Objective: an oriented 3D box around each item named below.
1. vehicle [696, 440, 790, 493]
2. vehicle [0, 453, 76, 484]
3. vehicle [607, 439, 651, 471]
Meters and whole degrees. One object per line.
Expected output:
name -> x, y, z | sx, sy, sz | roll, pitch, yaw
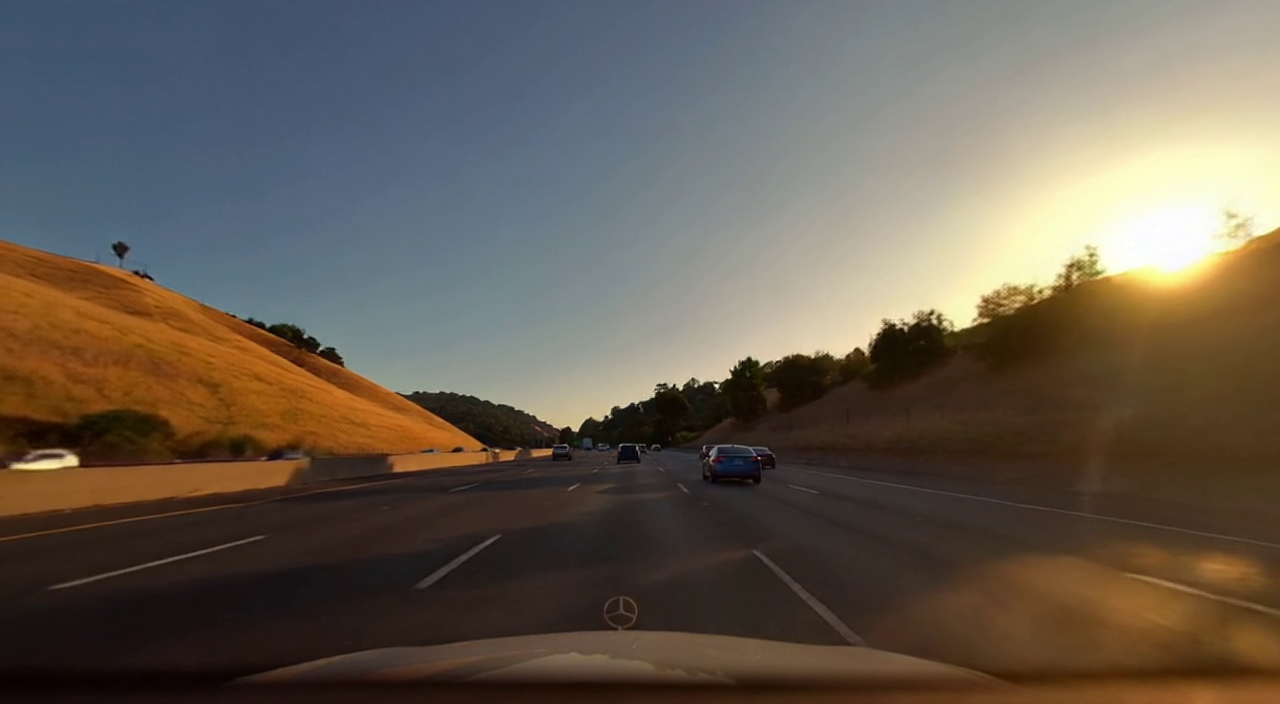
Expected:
vehicle -> 3.162, 3.639, 20.519 | 2.120, 1.492, 4.734 | 0, -8, -2
vehicle -> -36.457, 6.799, 37.117 | 2.014, 1.547, 4.971 | 1, -8, 1
vehicle -> -0.605, 5.644, 34.806 | 2.277, 1.675, 4.023 | 0, -8, 0
